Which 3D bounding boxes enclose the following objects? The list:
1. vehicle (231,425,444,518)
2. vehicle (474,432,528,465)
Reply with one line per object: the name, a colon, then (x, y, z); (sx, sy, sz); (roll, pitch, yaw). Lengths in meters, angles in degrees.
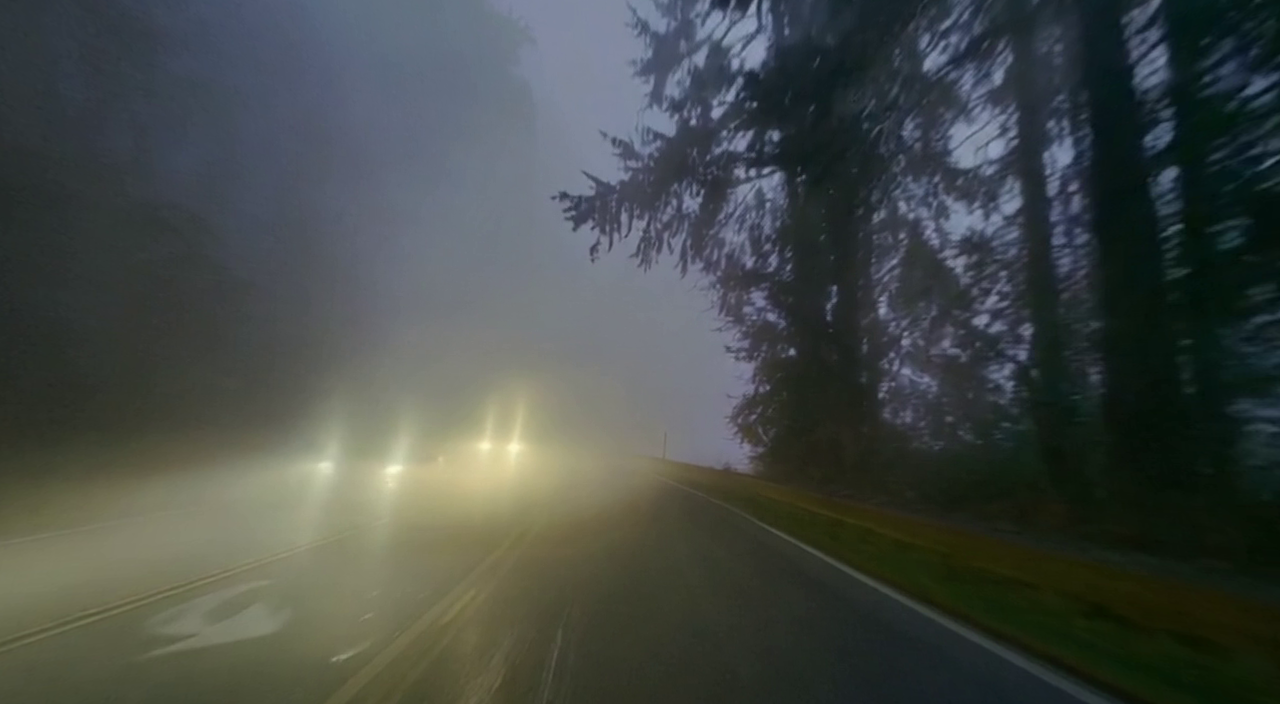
vehicle: (-5.630, 2.283, 12.584); (2.139, 1.498, 4.453); (0, -8, -2)
vehicle: (-7.813, 5.461, 35.940); (2.318, 1.754, 4.328); (1, -8, -4)
